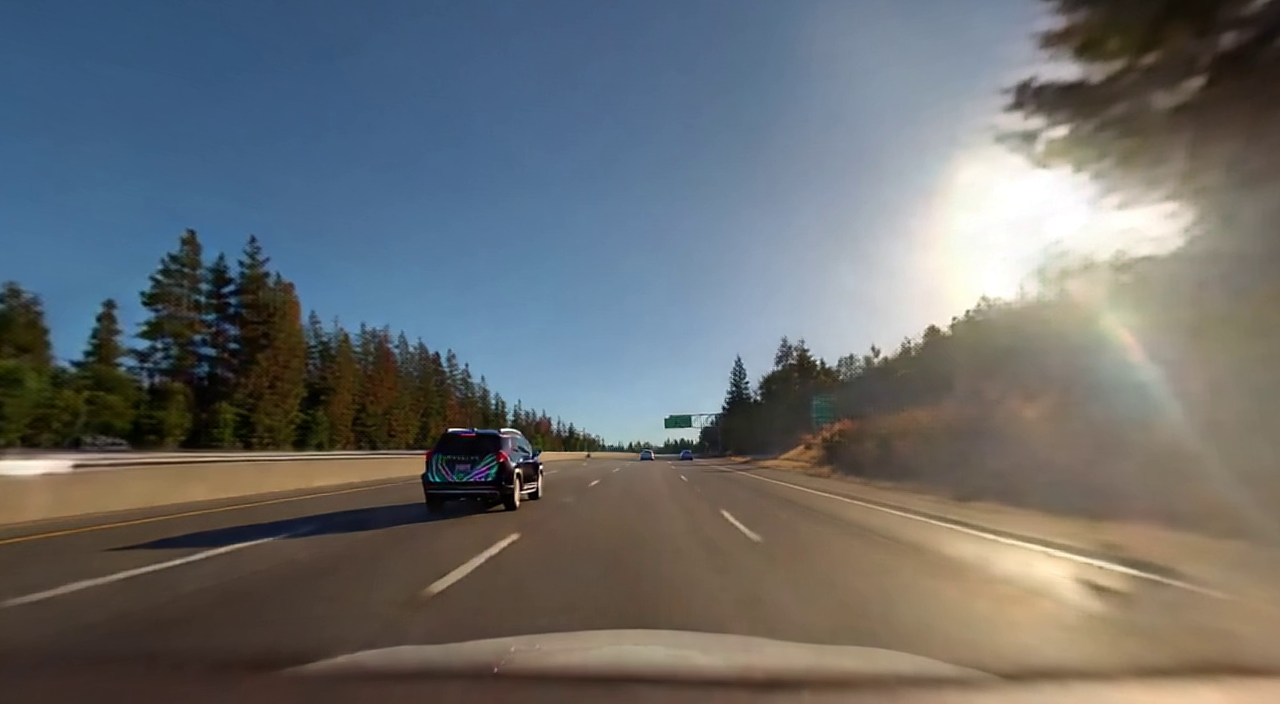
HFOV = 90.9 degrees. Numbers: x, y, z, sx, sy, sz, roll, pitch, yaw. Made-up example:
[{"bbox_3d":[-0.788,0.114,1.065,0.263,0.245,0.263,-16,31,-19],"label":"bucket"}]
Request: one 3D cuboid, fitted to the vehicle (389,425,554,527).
[{"bbox_3d":[-3.359,2.587,13.779,2.183,1.803,4.685,-1,-8,2],"label":"vehicle"}]
